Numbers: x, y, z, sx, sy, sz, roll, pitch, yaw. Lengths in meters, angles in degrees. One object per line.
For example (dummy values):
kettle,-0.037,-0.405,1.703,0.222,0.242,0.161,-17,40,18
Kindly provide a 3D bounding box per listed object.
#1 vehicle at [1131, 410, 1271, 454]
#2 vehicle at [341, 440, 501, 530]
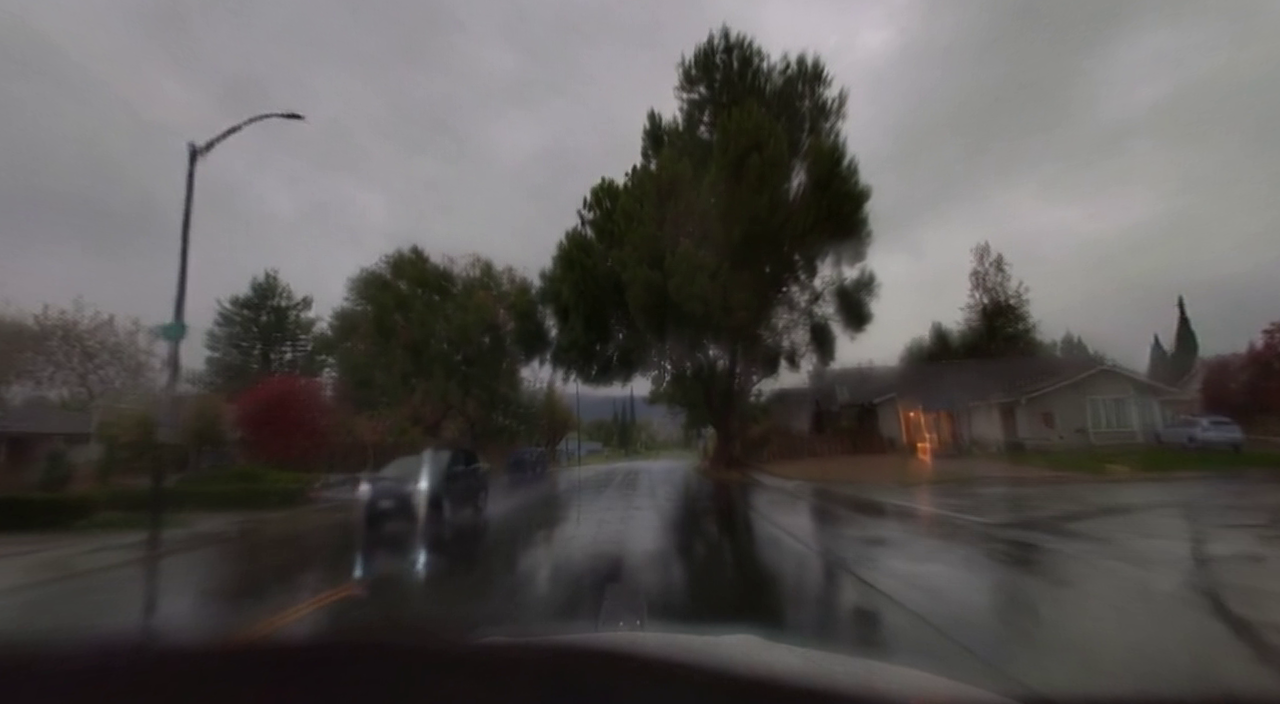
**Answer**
vehicle,22.844,3.342,26.000,1.875,1.609,4.322,-1,-9,3
vehicle,-4.615,2.839,14.098,2.025,1.660,4.151,-1,-9,1
